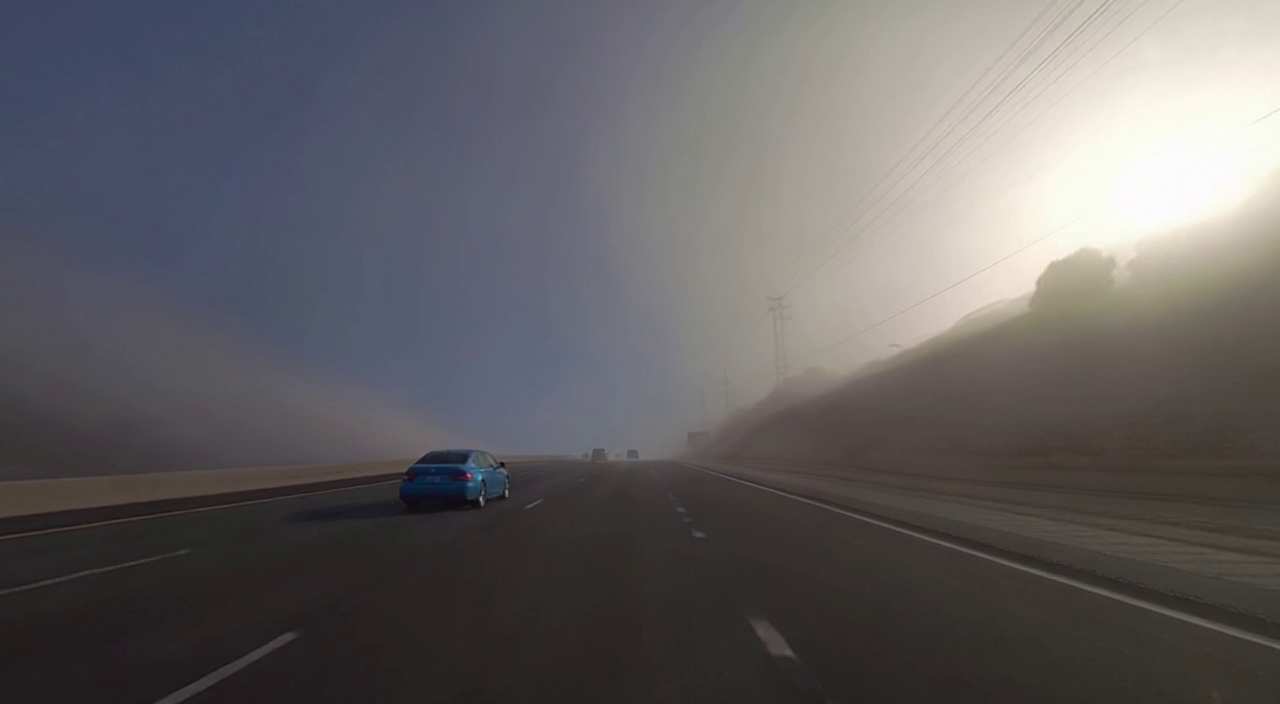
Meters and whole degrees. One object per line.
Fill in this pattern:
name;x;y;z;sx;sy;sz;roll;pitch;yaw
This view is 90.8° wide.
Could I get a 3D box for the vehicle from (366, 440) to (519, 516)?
vehicle;-4.438;2.912;15.205;2.064;1.489;4.966;0;-9;0
